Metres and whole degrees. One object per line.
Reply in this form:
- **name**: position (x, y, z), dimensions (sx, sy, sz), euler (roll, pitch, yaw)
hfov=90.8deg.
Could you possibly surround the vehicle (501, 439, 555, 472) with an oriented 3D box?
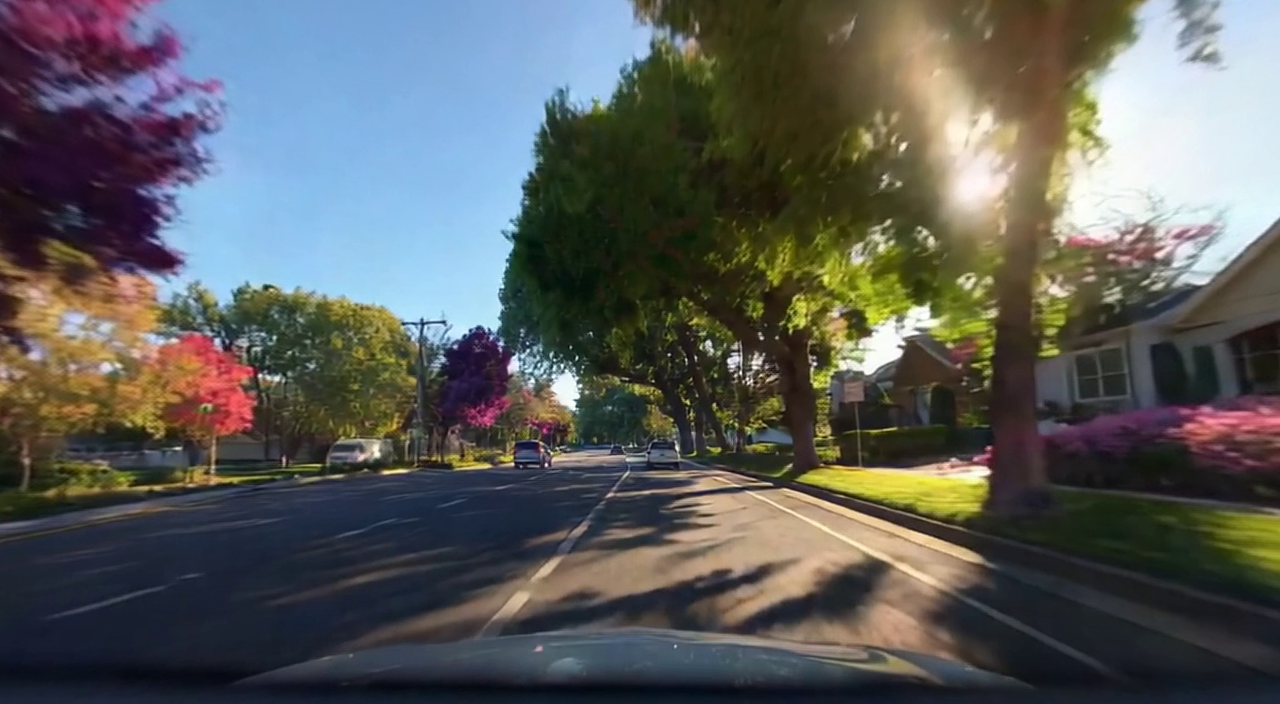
- **vehicle**: position (-5.931, 5.548, 34.025), dimensions (1.993, 1.657, 4.487), euler (0, -8, 2)

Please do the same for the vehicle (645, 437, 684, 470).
- **vehicle**: position (1.391, 5.858, 36.620), dimensions (2.070, 1.764, 4.552), euler (0, -8, 2)

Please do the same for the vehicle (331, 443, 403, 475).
- **vehicle**: position (-19.419, 7.610, 45.258), dimensions (2.332, 2.099, 6.029), euler (0, -8, 1)
